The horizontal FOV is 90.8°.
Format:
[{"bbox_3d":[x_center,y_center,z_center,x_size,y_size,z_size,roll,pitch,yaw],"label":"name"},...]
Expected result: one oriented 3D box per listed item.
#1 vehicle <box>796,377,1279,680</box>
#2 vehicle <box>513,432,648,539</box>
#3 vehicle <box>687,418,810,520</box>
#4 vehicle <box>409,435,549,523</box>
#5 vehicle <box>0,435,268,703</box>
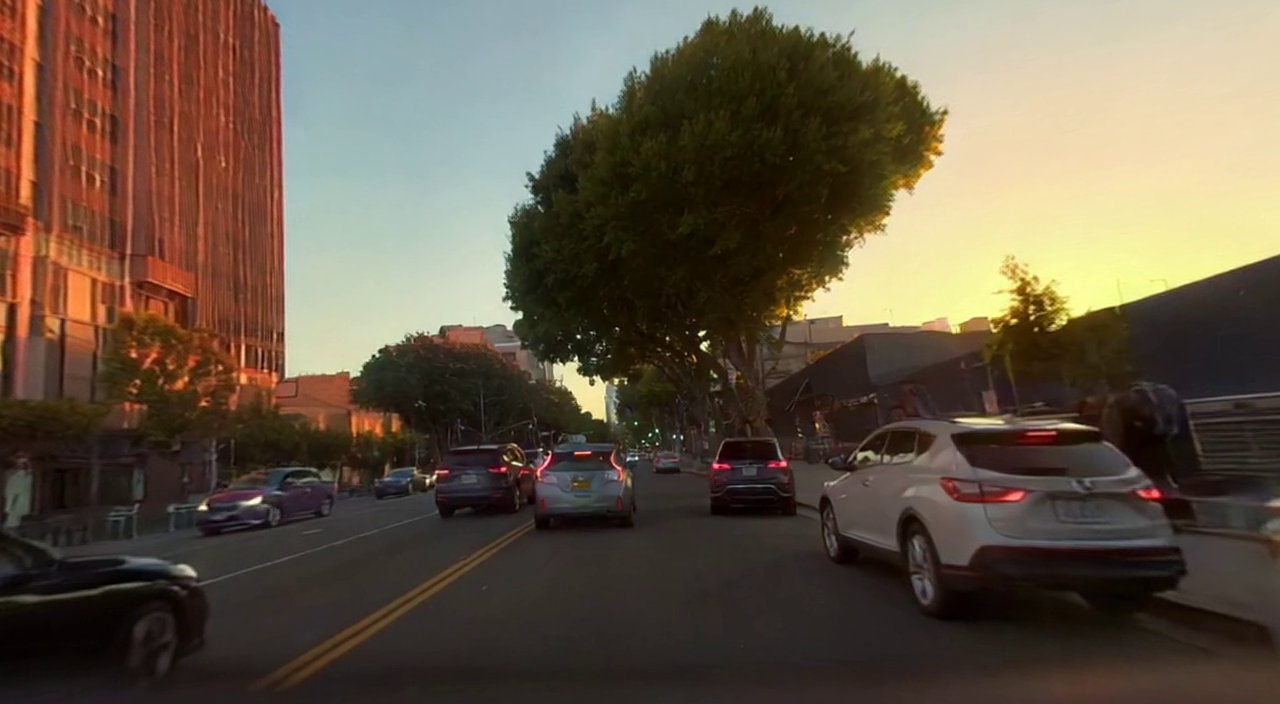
[{"bbox_3d":[3.076,1.360,6.045,1.971,1.749,4.564,0,-8,0],"label":"vehicle"},{"bbox_3d":[-0.935,2.424,12.079,2.076,1.667,3.948,-1,-8,2],"label":"vehicle"},{"bbox_3d":[2.635,2.657,14.864,2.352,1.953,4.798,-2,-9,12],"label":"vehicle"},{"bbox_3d":[-3.743,3.031,15.736,2.000,1.818,4.668,-1,-8,4],"label":"vehicle"},{"bbox_3d":[-3.447,0.993,1.879,1.940,1.481,4.376,-1,-8,1],"label":"vehicle"}]
